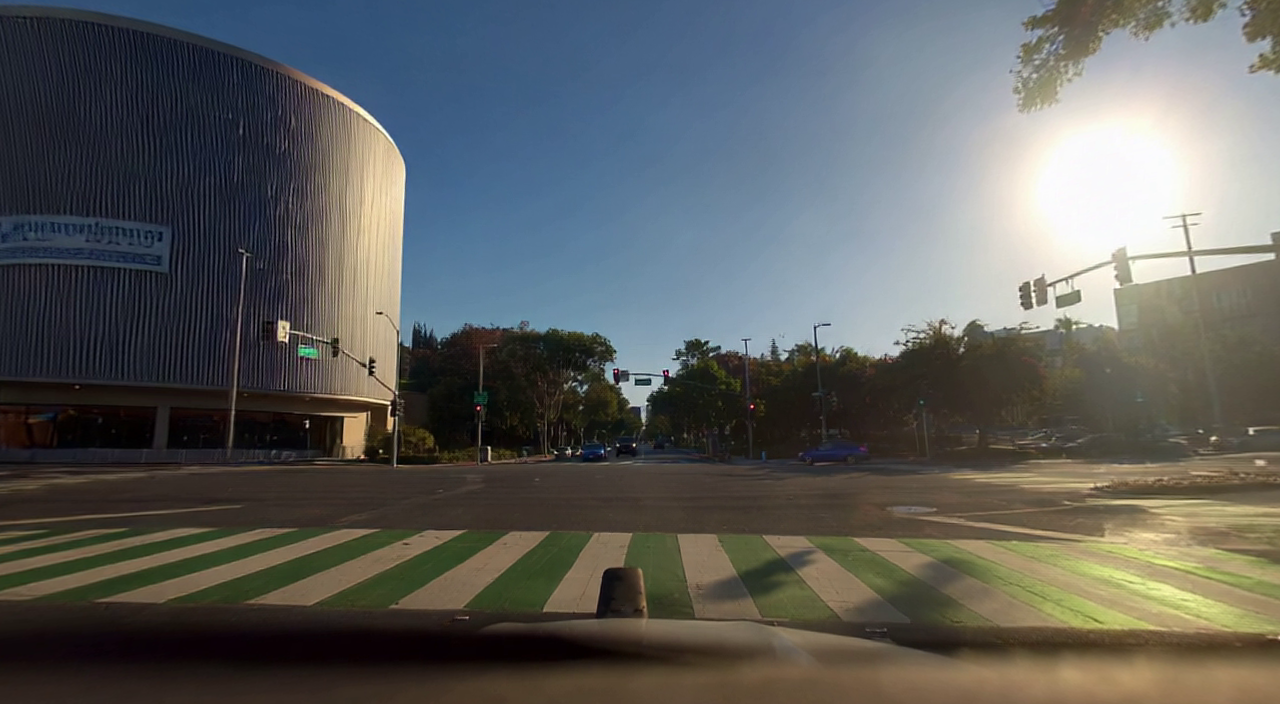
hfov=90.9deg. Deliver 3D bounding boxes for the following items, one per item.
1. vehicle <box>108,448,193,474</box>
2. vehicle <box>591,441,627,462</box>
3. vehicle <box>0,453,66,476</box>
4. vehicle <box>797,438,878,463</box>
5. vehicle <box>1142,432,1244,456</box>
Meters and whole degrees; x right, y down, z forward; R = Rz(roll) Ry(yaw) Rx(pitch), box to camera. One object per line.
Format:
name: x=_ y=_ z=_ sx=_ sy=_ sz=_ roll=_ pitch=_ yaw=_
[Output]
vehicle: x=-33.115 y=7.389 z=42.722 sx=4.136 sy=1.661 sz=1.857 roll=0 pitch=-8 yaw=1
vehicle: x=-2.265 y=7.493 z=47.585 sx=2.280 sy=1.454 sz=4.836 roll=0 pitch=-8 yaw=2
vehicle: x=-41.685 y=7.614 z=42.720 sx=3.698 sy=1.467 sz=1.779 roll=0 pitch=-8 yaw=1
vehicle: x=12.270 y=6.147 z=39.432 sx=4.529 sy=1.457 sz=1.981 roll=-1 pitch=-9 yaw=9
vehicle: x=36.122 y=6.026 z=41.227 sx=4.767 sy=1.456 sz=1.858 roll=0 pitch=-8 yaw=2
